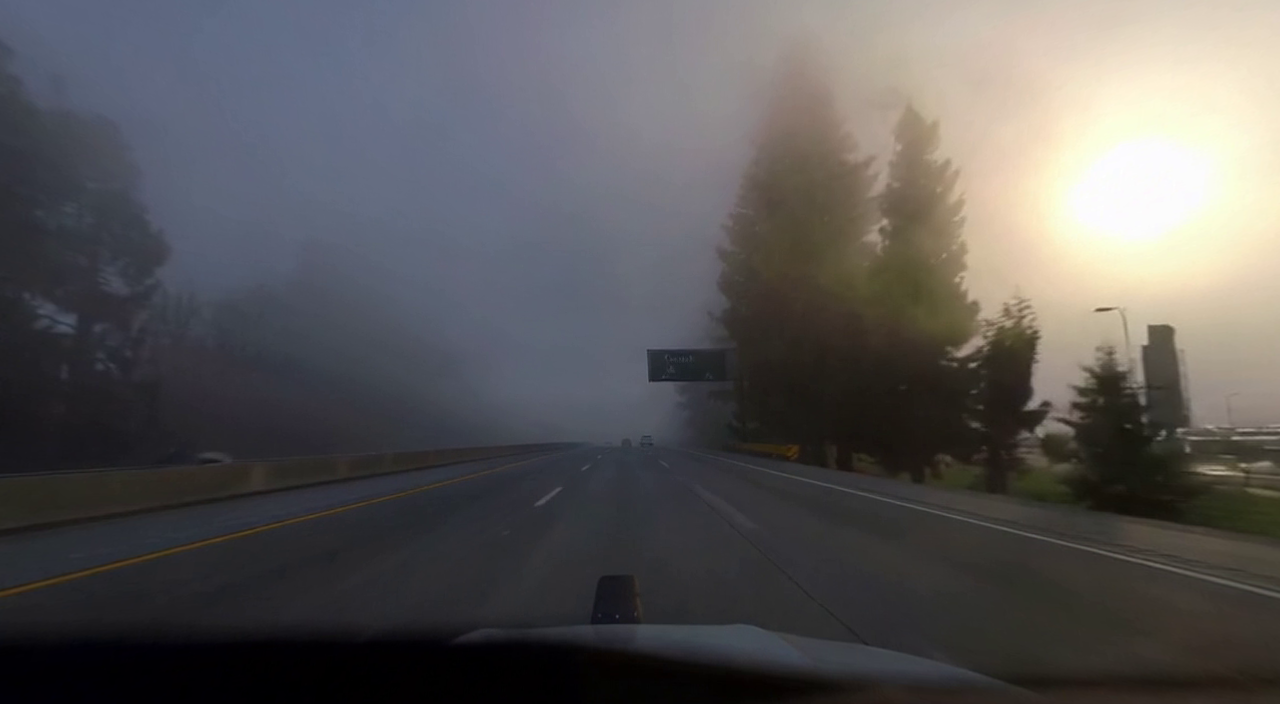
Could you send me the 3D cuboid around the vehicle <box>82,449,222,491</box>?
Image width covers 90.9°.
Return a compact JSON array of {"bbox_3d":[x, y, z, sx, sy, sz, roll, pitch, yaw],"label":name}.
[{"bbox_3d":[-20.223,4.869,26.463,2.153,1.522,4.717,0,-8,-1],"label":"vehicle"}]
